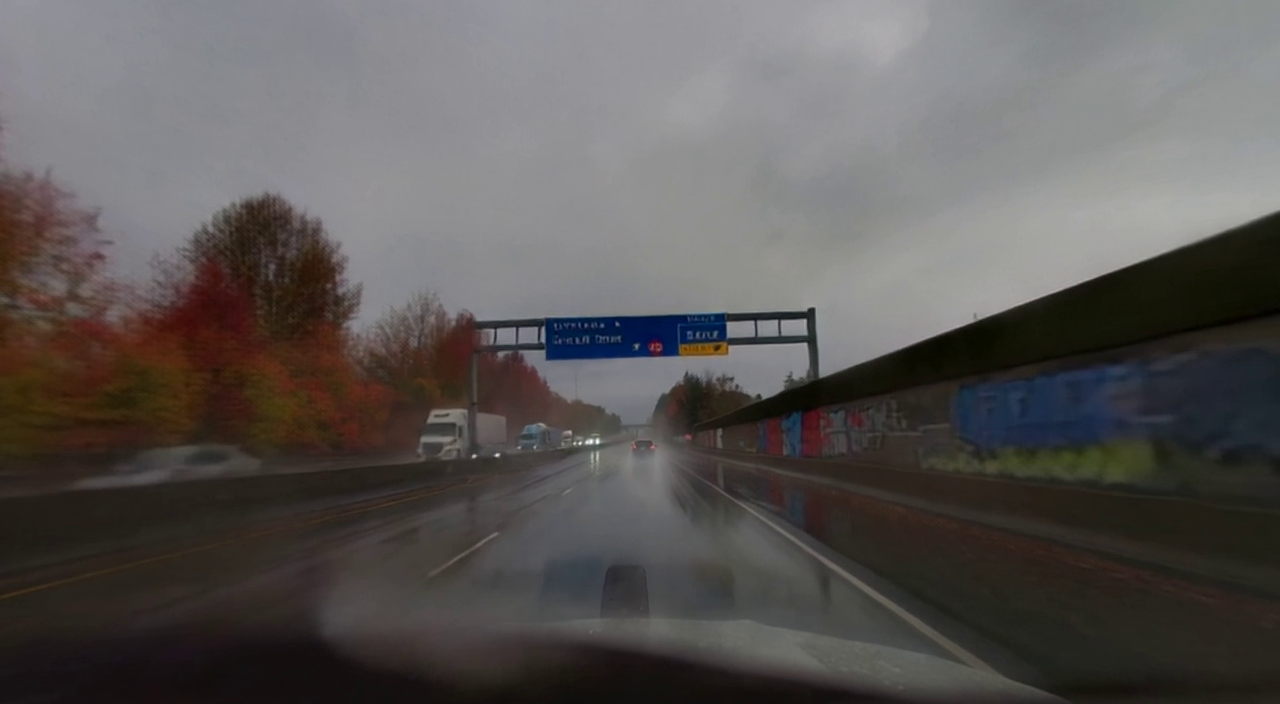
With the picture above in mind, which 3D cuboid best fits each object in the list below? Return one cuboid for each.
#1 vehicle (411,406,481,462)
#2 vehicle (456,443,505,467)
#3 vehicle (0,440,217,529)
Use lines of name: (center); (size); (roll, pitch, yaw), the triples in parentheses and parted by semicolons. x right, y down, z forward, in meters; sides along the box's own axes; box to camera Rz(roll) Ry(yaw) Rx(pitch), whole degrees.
vehicle: (-14.986, 6.454, 49.290); (3.079, 4.002, 7.219); (0, -8, 0)
vehicle: (-10.400, 6.741, 41.364); (1.897, 1.452, 4.508); (0, -8, 1)
vehicle: (-10.834, 2.530, 12.689); (1.816, 1.494, 3.931); (0, -8, 0)
